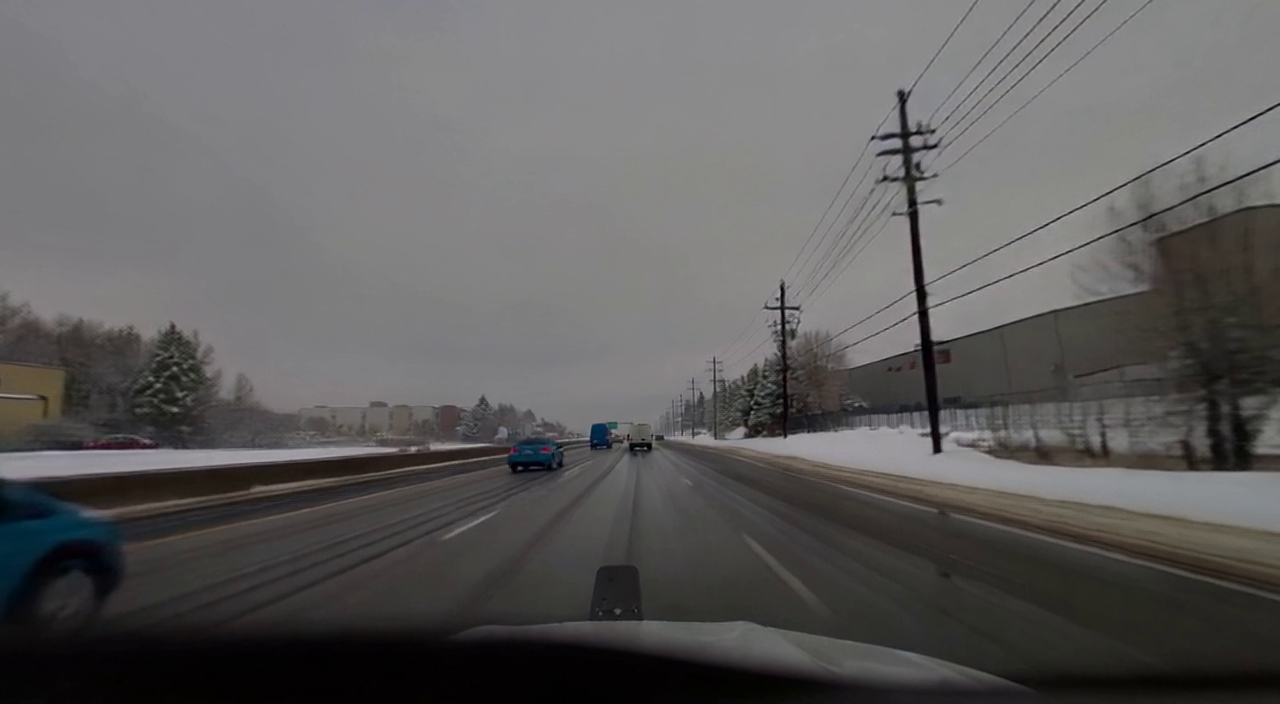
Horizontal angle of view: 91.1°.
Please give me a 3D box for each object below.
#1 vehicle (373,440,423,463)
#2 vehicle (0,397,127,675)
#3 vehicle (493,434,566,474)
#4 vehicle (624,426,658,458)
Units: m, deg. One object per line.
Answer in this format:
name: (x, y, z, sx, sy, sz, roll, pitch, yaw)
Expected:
vehicle: (-16.914, 6.957, 44.119, 1.846, 1.491, 4.044, 0, -8, 1)
vehicle: (-4.651, 0.877, 2.291, 2.058, 1.557, 4.125, 0, -8, 0)
vehicle: (-4.409, 4.125, 25.888, 2.087, 1.464, 4.853, 0, -8, 1)
vehicle: (0.027, 6.035, 42.381, 2.213, 1.997, 4.456, 0, -8, -1)
